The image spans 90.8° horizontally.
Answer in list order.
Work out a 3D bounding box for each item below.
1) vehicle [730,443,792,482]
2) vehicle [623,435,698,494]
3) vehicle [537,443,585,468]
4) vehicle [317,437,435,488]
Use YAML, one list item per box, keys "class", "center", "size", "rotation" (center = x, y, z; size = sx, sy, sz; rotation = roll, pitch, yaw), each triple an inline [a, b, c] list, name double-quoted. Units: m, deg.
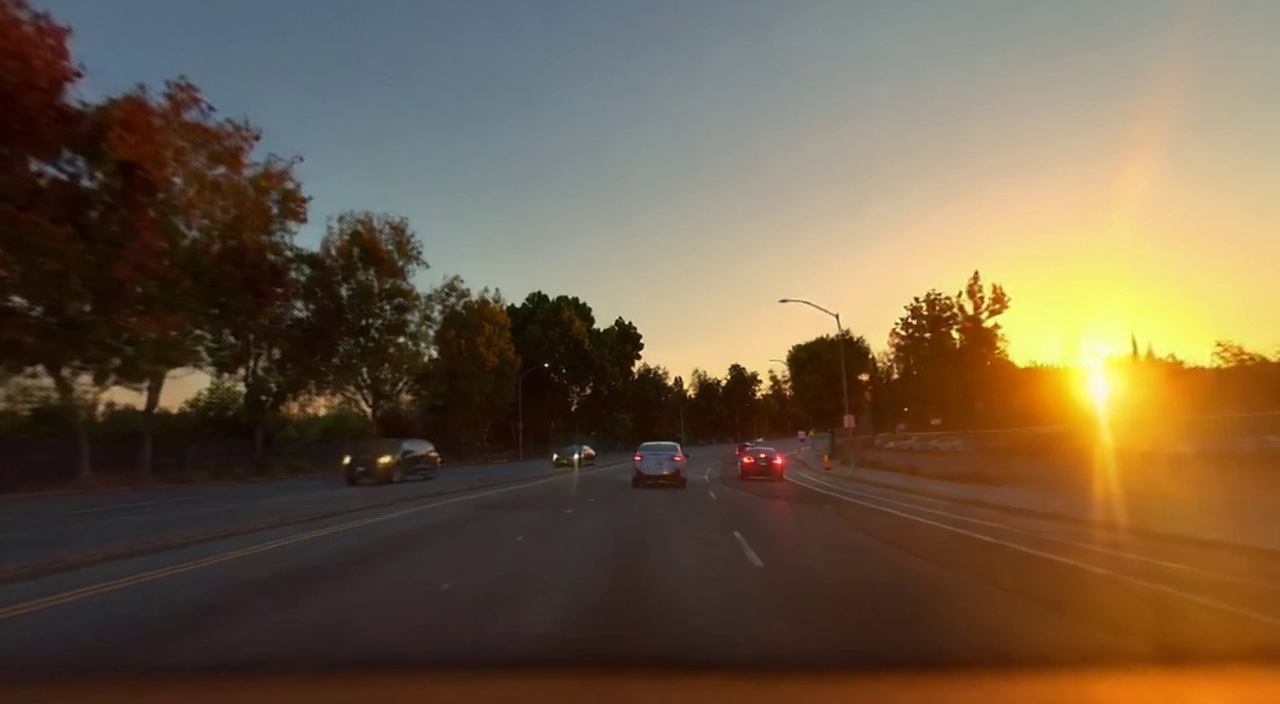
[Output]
- class: "vehicle"
  center: [4.961, 4.562, 26.395]
  size: [2.147, 1.474, 4.083]
  rotation: [-1, -8, 6]
- class: "vehicle"
  center: [0.785, 3.602, 20.674]
  size: [2.105, 1.676, 4.541]
  rotation: [-1, -8, 6]
- class: "vehicle"
  center: [-5.010, 6.642, 40.683]
  size: [1.933, 1.472, 4.482]
  rotation: [-1, -8, 8]
- class: "vehicle"
  center: [-9.964, 4.186, 24.350]
  size: [2.329, 1.757, 4.464]
  rotation: [-1, -8, 5]
